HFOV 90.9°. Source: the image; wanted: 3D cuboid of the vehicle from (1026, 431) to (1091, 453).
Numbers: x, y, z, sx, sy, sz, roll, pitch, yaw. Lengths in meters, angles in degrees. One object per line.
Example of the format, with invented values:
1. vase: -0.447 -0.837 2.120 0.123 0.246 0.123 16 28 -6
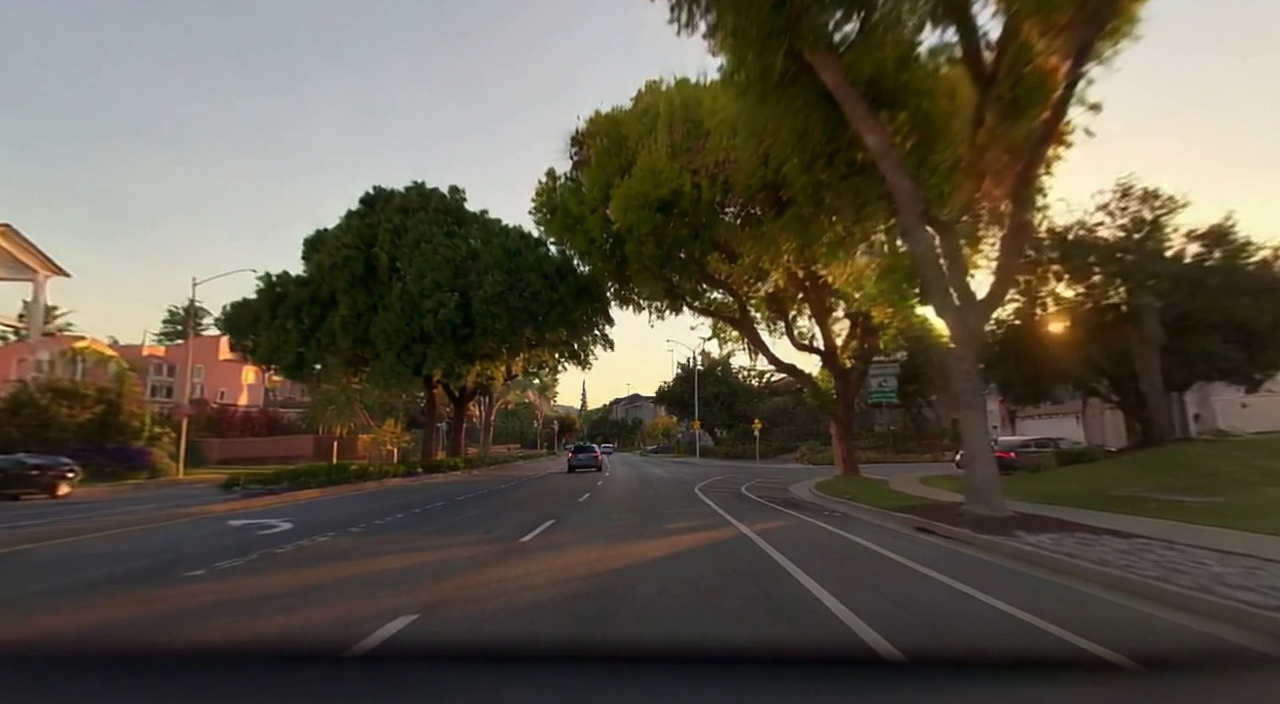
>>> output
1. vehicle: 29.900 6.482 45.150 1.763 1.487 4.181 0 -8 0

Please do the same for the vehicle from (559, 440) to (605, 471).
1. vehicle: -2.985 5.472 33.538 2.075 1.498 4.730 0 -8 -1

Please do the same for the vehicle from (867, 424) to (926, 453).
1. vehicle: 19.611 6.703 48.456 2.162 2.064 5.616 0 -8 0

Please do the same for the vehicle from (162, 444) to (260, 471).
1. vehicle: -33.095 8.147 48.697 6.114 1.988 2.360 -1 -8 8

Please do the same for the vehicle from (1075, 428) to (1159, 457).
1. vehicle: 32.795 6.294 43.564 2.069 1.825 5.056 0 -9 4

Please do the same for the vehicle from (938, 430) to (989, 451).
1. vehicle: 25.090 6.896 49.054 1.988 1.531 4.270 -1 -8 5
